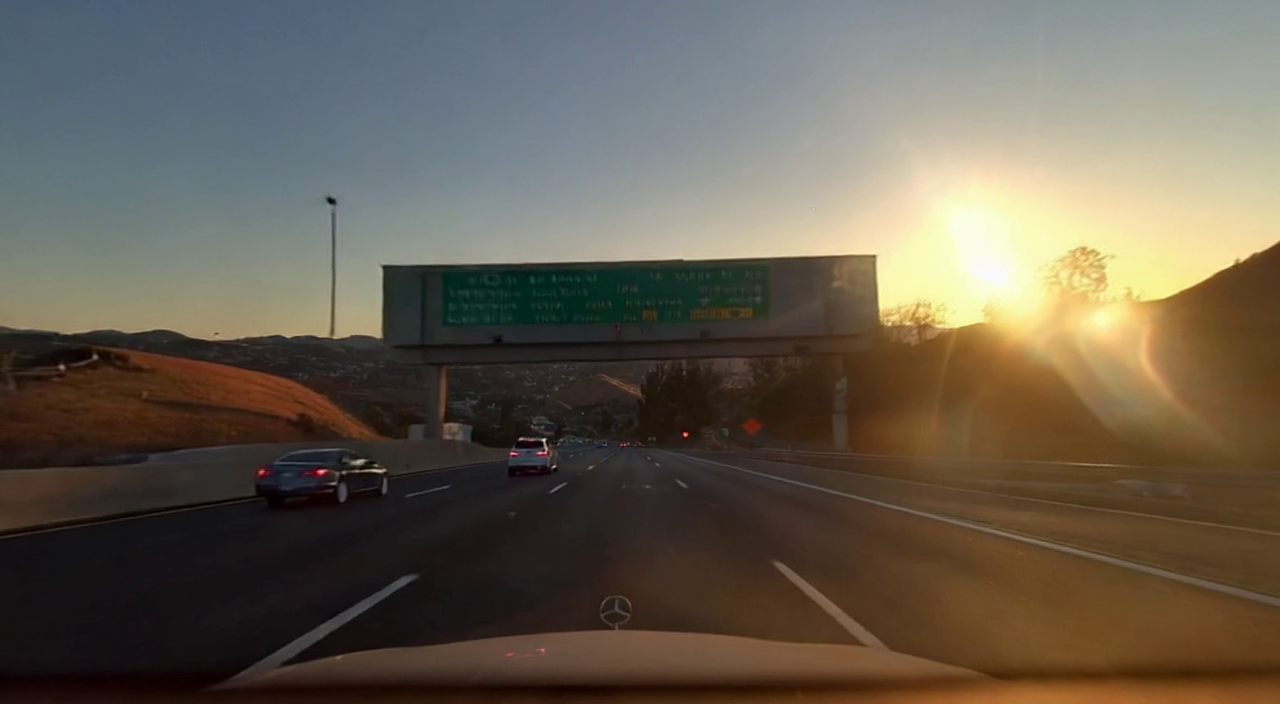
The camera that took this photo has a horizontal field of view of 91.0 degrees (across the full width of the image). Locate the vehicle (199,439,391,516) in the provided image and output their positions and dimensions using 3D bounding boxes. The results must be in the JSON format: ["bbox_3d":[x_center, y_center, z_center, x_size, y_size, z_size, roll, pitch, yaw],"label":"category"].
[{"bbox_3d":[-7.925,2.872,15.141,1.924,1.519,4.791,0,-8,0],"label":"vehicle"}]

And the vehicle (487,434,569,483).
[{"bbox_3d":[-4.155,4.015,24.232,2.200,1.662,5.091,0,-8,0],"label":"vehicle"}]
